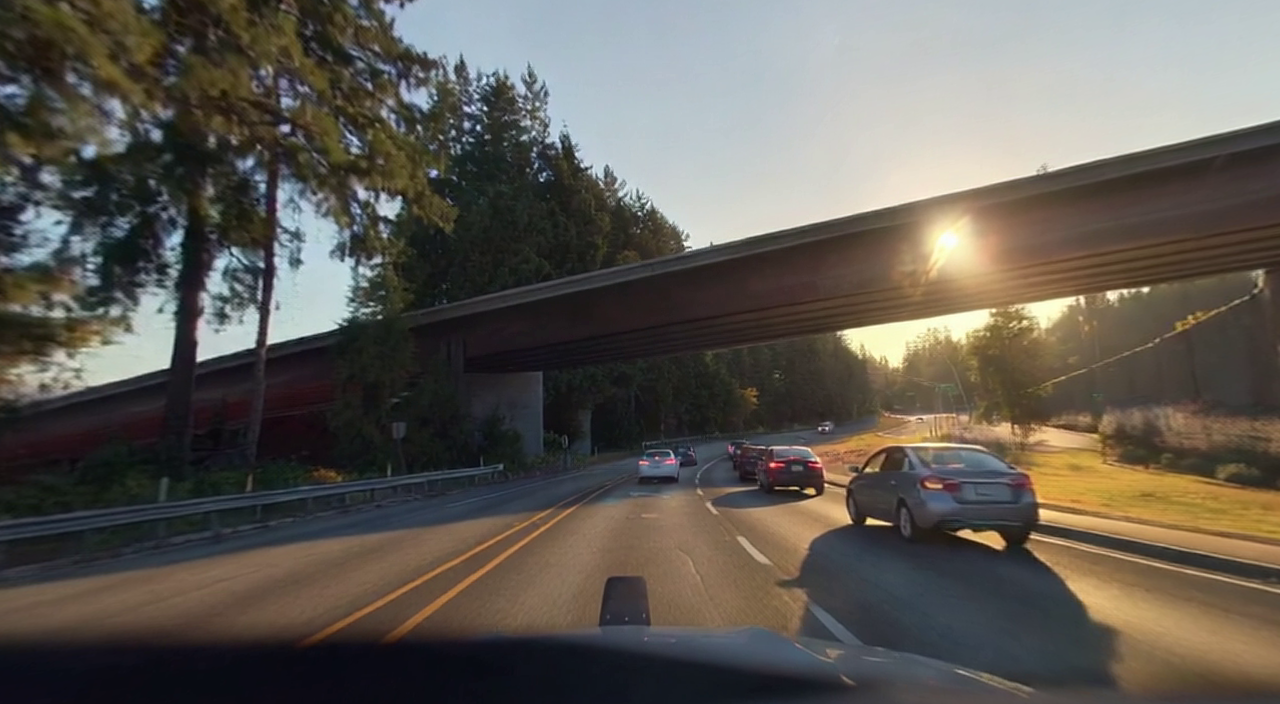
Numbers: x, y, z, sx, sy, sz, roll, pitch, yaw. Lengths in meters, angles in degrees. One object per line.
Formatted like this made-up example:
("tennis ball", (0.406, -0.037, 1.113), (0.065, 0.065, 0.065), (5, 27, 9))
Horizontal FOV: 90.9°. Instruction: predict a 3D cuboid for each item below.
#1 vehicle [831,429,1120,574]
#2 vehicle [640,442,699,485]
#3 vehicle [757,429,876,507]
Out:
("vehicle", (4.176, 1.895, 8.697), (1.911, 1.525, 3.755), (-1, -9, 1))
("vehicle", (1.220, 4.253, 24.288), (2.078, 1.506, 4.058), (-1, -9, 5))
("vehicle", (4.417, 2.981, 16.566), (1.947, 1.745, 4.452), (-1, -9, 2))
